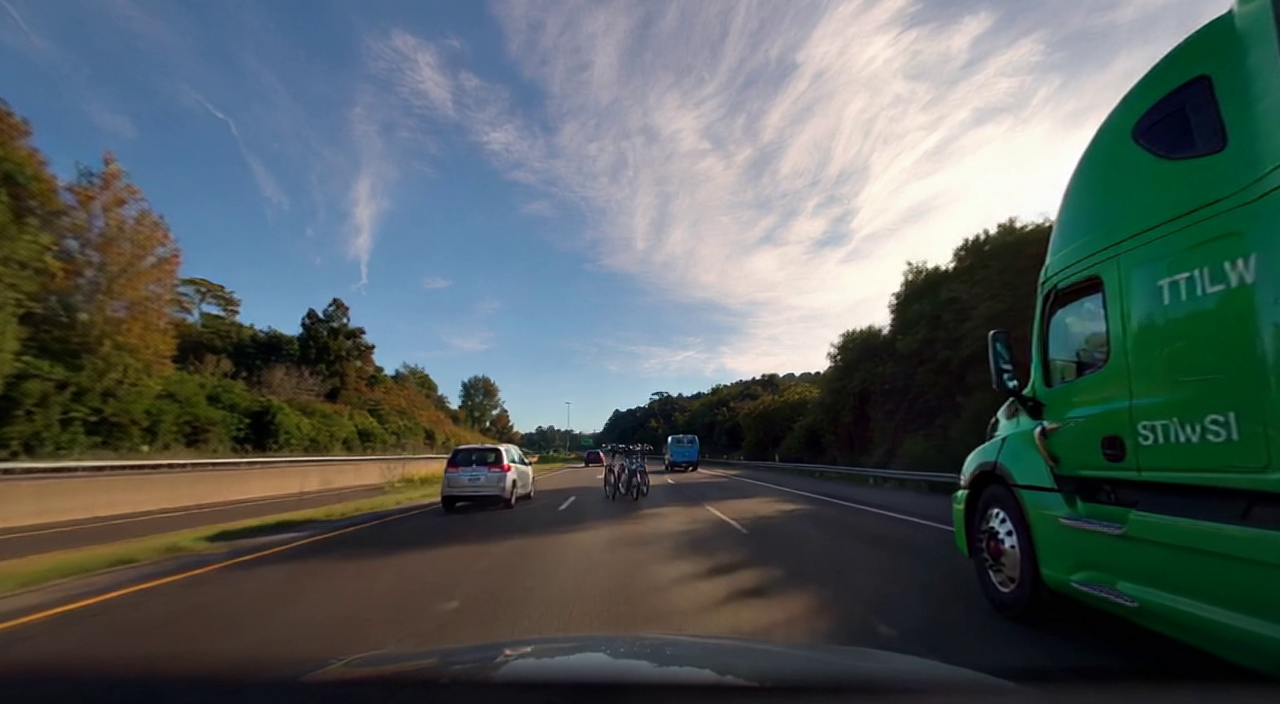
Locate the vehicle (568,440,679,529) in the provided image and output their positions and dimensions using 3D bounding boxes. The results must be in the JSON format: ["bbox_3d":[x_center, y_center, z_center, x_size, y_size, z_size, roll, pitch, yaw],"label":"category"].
[{"bbox_3d":[-0.298,2.657,13.095,1.973,1.574,3.426,0,-9,0],"label":"vehicle"}]

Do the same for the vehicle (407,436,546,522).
[{"bbox_3d":[-3.576,2.876,14.799,1.985,1.671,4.604,0,-9,0],"label":"vehicle"}]

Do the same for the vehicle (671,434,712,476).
[{"bbox_3d":[3.484,7.098,43.652,2.234,2.679,5.372,0,-9,-1],"label":"vehicle"}]
